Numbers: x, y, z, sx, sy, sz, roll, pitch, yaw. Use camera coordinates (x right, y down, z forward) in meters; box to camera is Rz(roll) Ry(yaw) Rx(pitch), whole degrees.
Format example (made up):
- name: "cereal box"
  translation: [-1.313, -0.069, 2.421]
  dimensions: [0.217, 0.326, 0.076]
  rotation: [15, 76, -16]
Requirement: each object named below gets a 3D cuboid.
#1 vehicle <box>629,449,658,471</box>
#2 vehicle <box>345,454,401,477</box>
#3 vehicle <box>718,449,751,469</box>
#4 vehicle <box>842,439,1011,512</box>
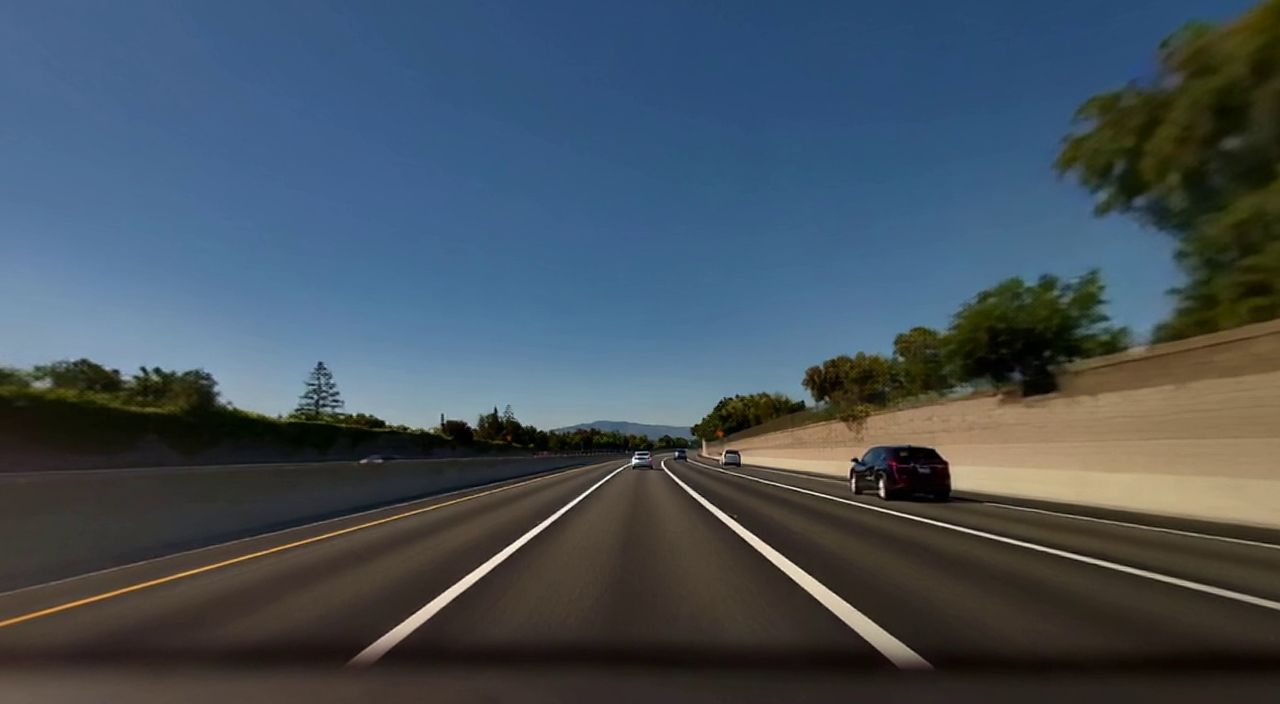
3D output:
- name: "vehicle"
  translation: [0.270, 7.924, 46.156]
  dimensions: [2.025, 1.526, 4.181]
  rotation: [-1, -9, 1]
- name: "vehicle"
  translation: [-19.058, 8.095, 44.990]
  dimensions: [1.958, 1.491, 4.516]
  rotation: [-1, -9, 2]
- name: "vehicle"
  translation: [7.332, 8.294, 48.839]
  dimensions: [1.941, 1.485, 3.701]
  rotation: [0, -9, -1]
- name: "vehicle"
  translation: [6.868, 2.992, 15.699]
  dimensions: [2.008, 1.533, 4.592]
  rotation: [0, -9, -1]
